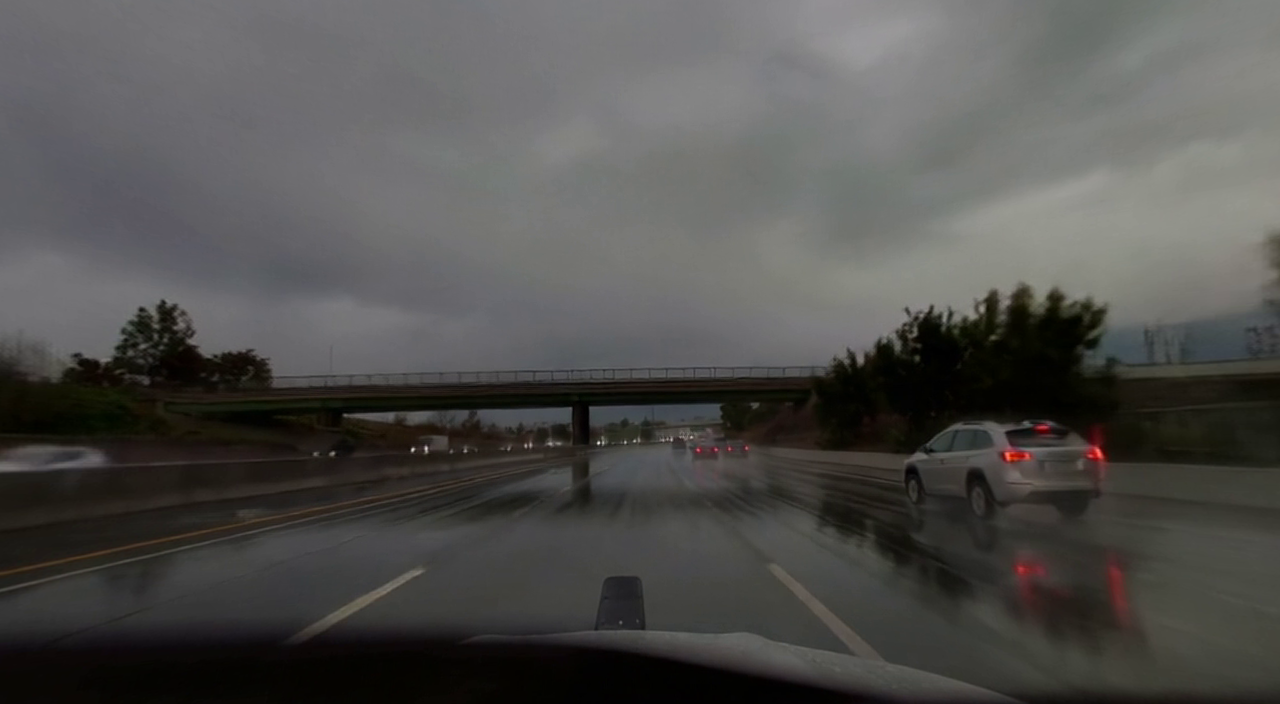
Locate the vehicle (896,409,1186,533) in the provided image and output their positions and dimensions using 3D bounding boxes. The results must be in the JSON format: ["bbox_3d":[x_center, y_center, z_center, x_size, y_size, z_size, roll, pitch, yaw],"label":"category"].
[{"bbox_3d":[6.963,2.127,11.882,2.087,1.806,4.946,0,-9,-1],"label":"vehicle"}]

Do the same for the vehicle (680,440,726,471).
[{"bbox_3d":[3.173,5.328,32.779,1.981,1.471,4.342,0,-9,0],"label":"vehicle"}]

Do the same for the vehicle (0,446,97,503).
[{"bbox_3d":[-20.496,3.900,20.316,1.986,1.730,4.558,0,-9,0],"label":"vehicle"}]
